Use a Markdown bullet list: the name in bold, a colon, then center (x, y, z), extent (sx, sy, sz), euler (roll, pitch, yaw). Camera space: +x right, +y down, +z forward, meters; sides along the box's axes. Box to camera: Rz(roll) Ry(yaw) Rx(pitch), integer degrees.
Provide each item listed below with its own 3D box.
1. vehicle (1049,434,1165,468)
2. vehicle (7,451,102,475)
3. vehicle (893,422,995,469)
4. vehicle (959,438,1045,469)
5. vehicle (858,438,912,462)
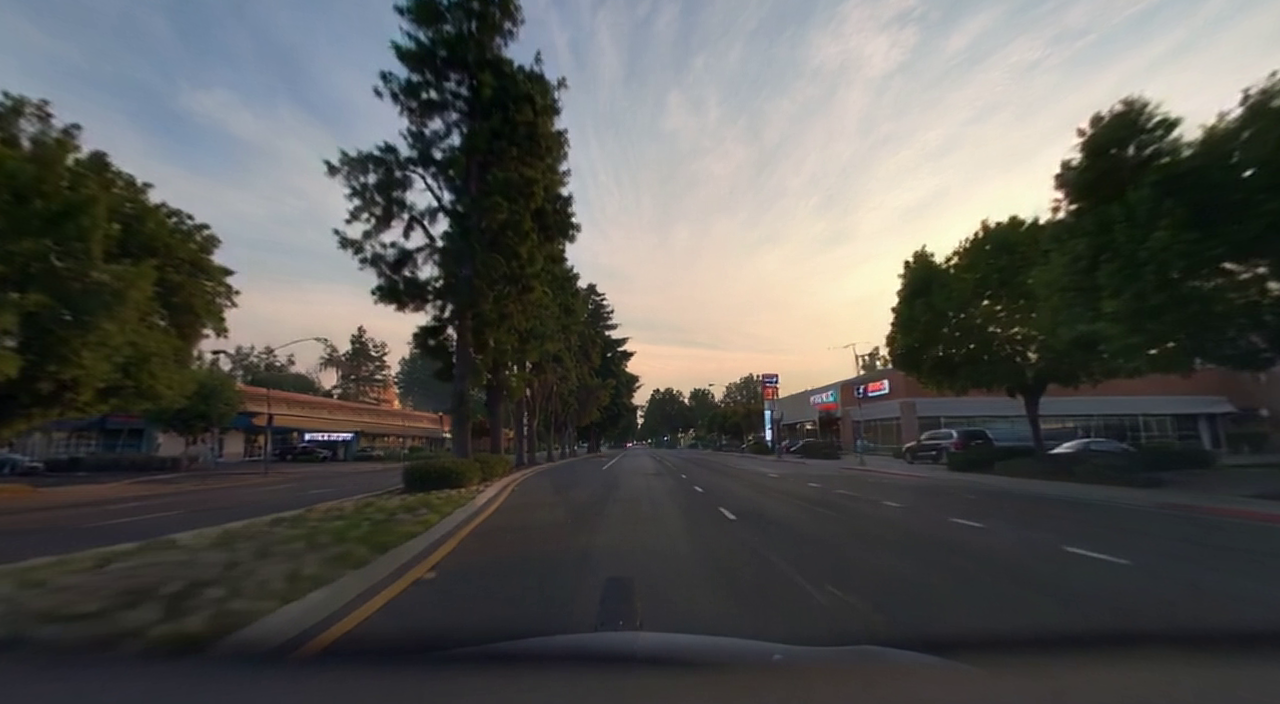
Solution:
- **vehicle**: center (22.652, 4.863, 30.884), extent (1.791, 1.458, 4.316), euler (-1, -9, -12)
- **vehicle**: center (-38.879, 7.390, 42.026), extent (4.320, 1.477, 1.937), euler (0, -8, -2)
- **vehicle**: center (14.904, 4.656, 31.439), extent (2.235, 2.016, 5.481), euler (-3, -9, 0)
- **vehicle**: center (17.897, 5.041, 31.418), extent (1.873, 1.383, 3.754), euler (-1, -9, -3)
- **vehicle**: center (16.375, 6.552, 42.481), extent (1.880, 1.477, 4.556), euler (-1, -8, 1)
